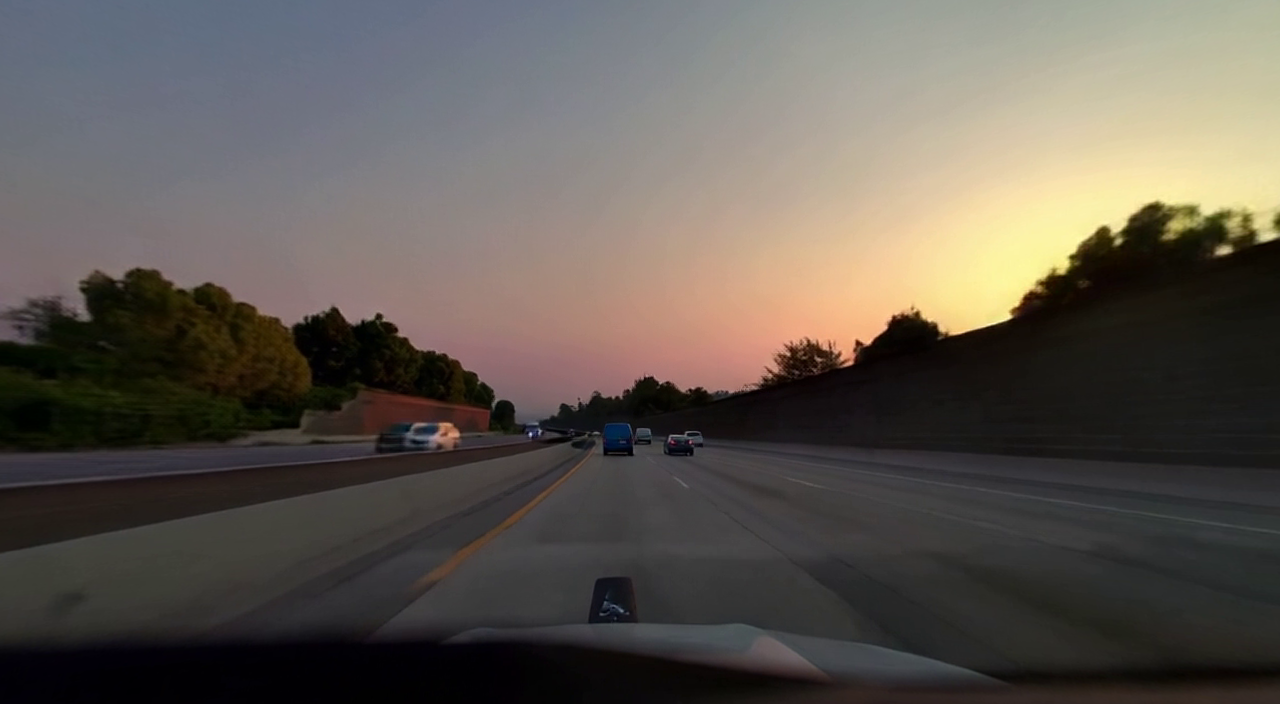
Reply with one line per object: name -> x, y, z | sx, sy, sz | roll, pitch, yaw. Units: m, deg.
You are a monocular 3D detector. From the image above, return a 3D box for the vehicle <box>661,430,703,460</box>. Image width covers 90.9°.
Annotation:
vehicle -> 2.384, 5.403, 36.776 | 1.996, 1.589, 3.715 | 0, -8, -3

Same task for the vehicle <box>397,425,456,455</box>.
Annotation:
vehicle -> -11.326, 4.721, 33.746 | 1.780, 1.455, 4.310 | -1, -8, -1

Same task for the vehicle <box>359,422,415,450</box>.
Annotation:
vehicle -> -14.799, 4.947, 37.045 | 1.784, 1.504, 3.781 | 0, -8, -1

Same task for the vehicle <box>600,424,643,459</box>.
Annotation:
vehicle -> -1.120, 5.387, 38.047 | 2.403, 1.994, 4.683 | 0, -8, -2
